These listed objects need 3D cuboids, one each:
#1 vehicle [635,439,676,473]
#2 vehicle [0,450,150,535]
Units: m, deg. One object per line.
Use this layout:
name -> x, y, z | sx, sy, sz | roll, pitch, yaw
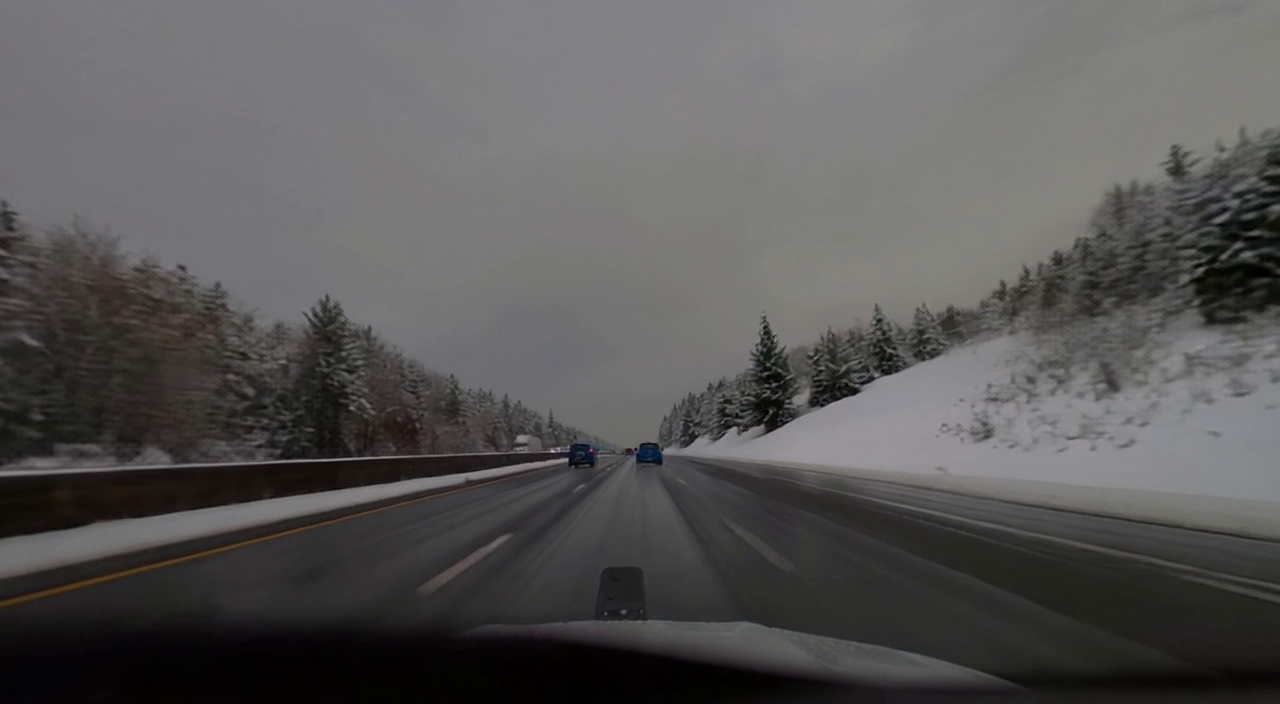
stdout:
vehicle -> 0.852, 6.009, 36.572 | 2.247, 1.825, 4.036 | 0, -9, 1
vehicle -> -12.202, 2.631, 12.081 | 2.009, 1.464, 4.489 | 0, -9, 0
